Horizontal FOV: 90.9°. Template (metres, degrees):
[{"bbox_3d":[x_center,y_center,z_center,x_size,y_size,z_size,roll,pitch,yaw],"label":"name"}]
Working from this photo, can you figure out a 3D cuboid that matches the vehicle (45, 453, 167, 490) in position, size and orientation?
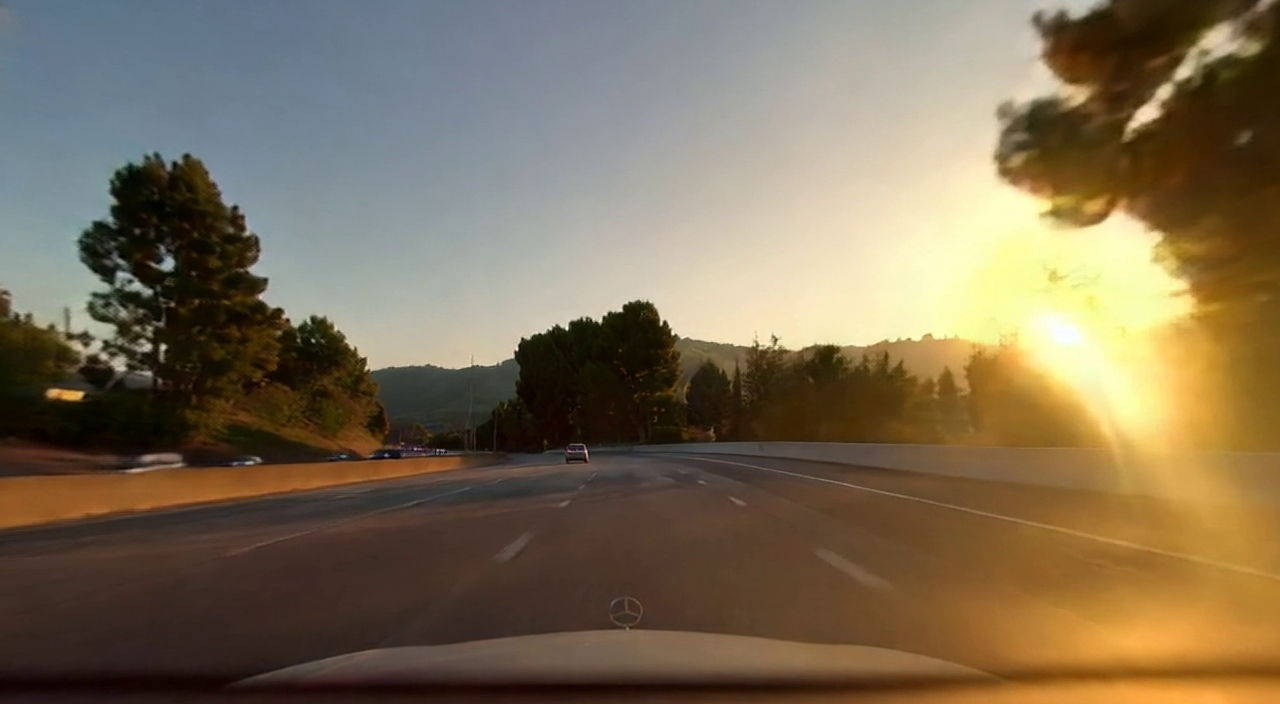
[{"bbox_3d":[-26.416,5.877,31.465,2.216,1.591,4.677,0,-8,-4],"label":"vehicle"}]
